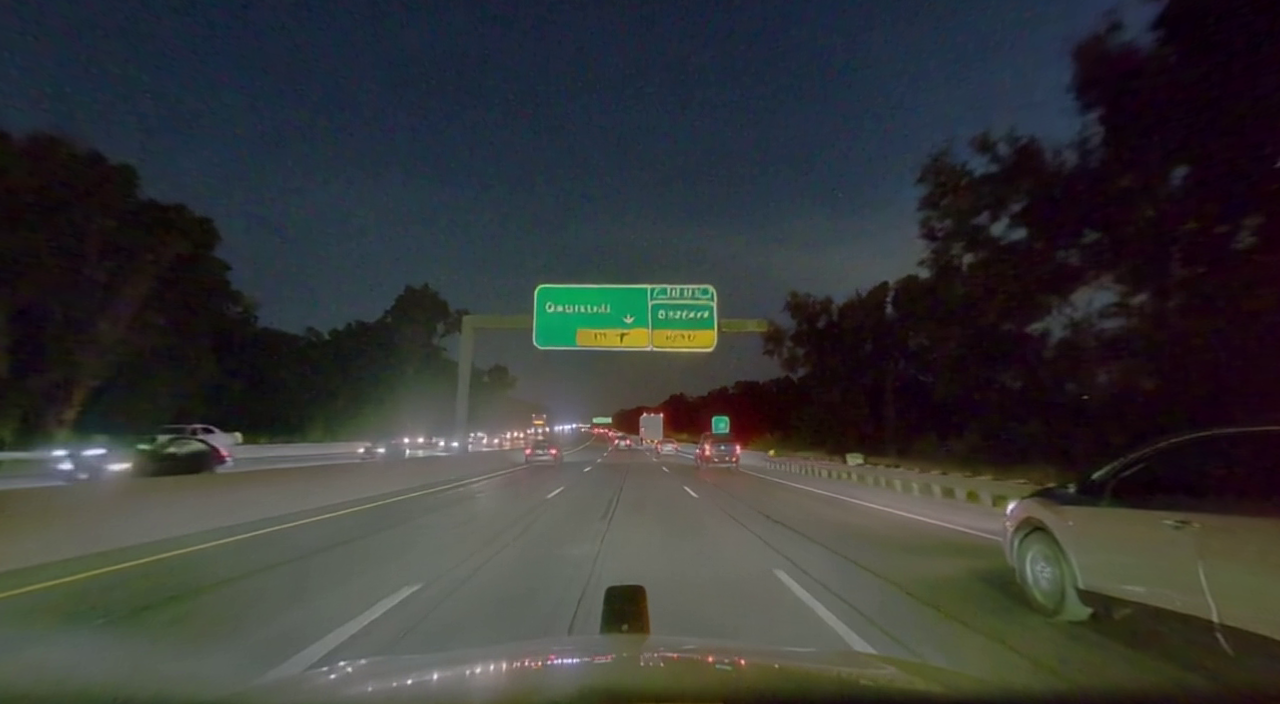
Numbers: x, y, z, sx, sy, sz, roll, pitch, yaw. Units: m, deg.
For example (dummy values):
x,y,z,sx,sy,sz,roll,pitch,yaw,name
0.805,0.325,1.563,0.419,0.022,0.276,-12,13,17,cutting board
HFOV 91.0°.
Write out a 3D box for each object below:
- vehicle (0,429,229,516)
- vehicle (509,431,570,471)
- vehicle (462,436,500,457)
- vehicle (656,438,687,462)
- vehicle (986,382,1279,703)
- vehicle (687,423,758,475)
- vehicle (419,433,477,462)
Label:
x,y,z,sx,sy,sz,roll,pitch,yaw,name
-10.470,2.301,12.534,1.944,1.446,3.739,0,-8,1,vehicle
-4.465,4.465,28.552,2.058,1.689,4.315,0,-8,0,vehicle
-11.680,6.985,46.534,1.727,1.433,3.940,0,-8,1,vehicle
1.996,6.364,41.106,1.844,1.462,3.736,0,-8,0,vehicle
3.655,0.859,2.436,2.127,1.497,4.445,0,-8,1,vehicle
3.323,4.065,26.614,2.207,1.937,5.610,0,-8,0,vehicle
-11.008,5.523,36.457,1.948,1.538,4.322,0,-8,1,vehicle
